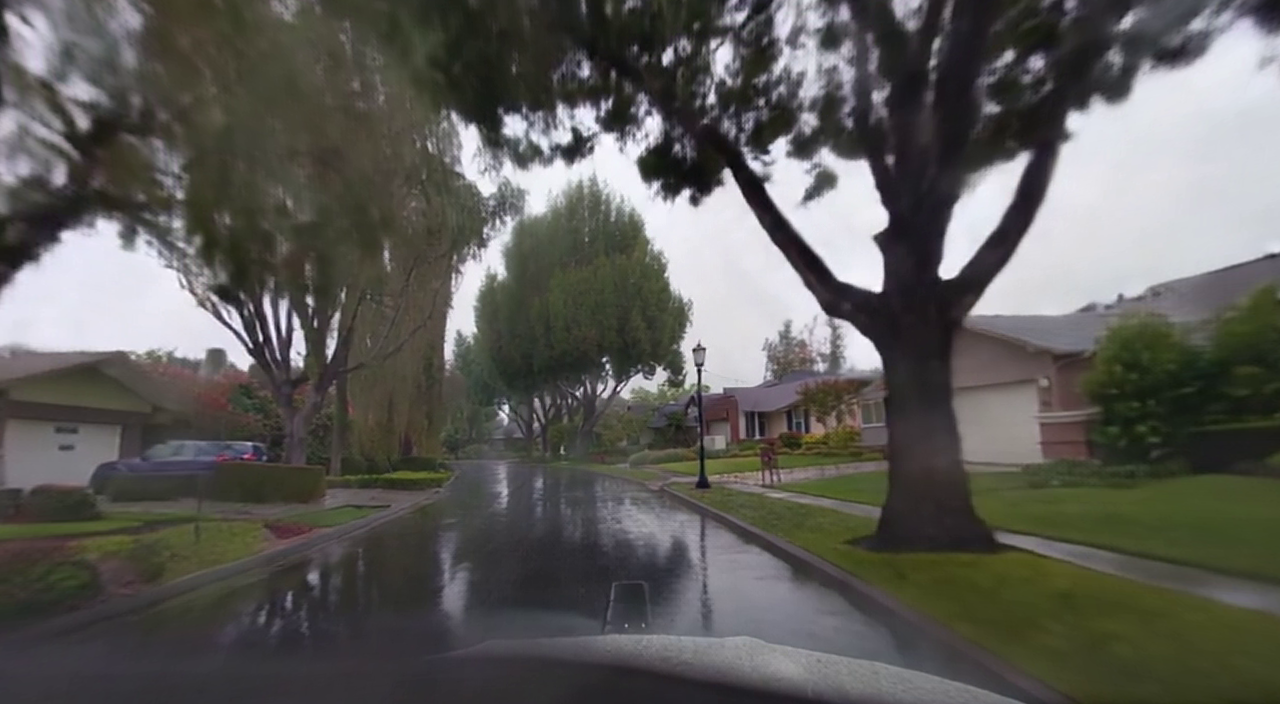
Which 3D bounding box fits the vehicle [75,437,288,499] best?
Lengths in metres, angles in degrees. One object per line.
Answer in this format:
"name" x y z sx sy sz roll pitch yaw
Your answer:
"vehicle" -12.840 3.259 17.927 4.471 1.638 1.877 1 -8 -4
